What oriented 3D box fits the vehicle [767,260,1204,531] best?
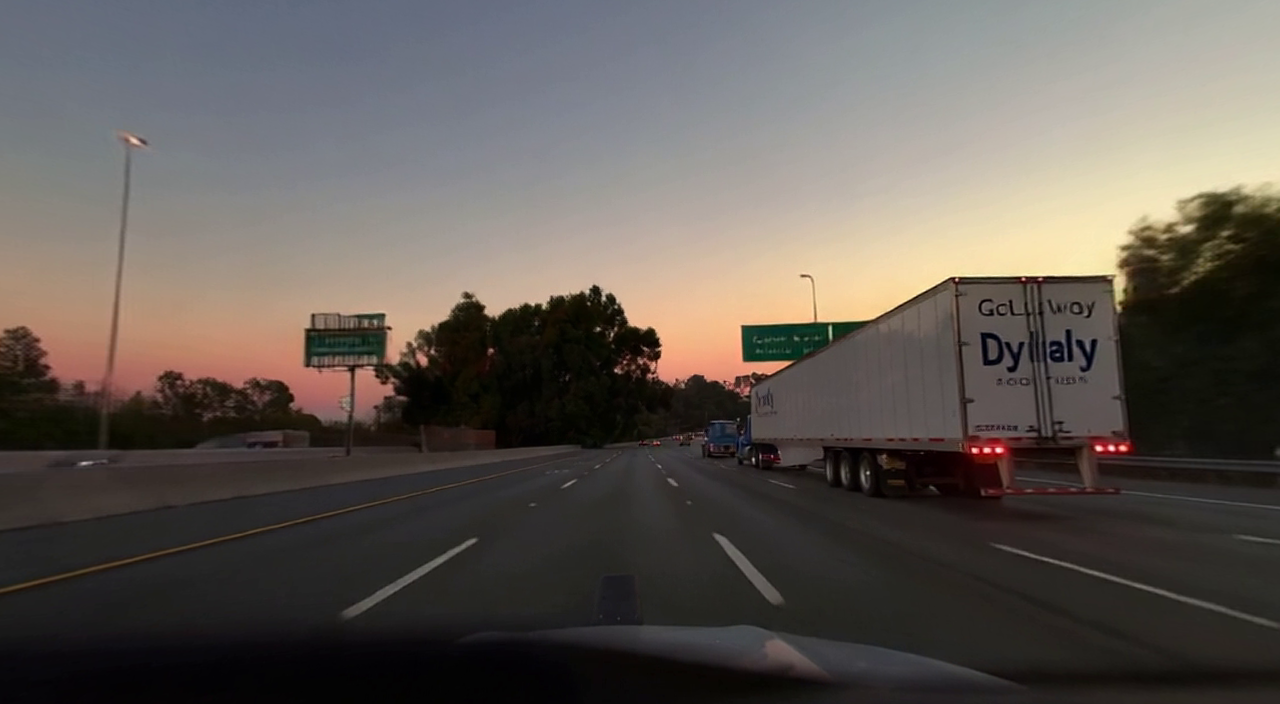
[{"bbox_3d":[6.572,1.752,17.269,2.962,3.947,16.241,0,-8,0],"label":"vehicle"}]
